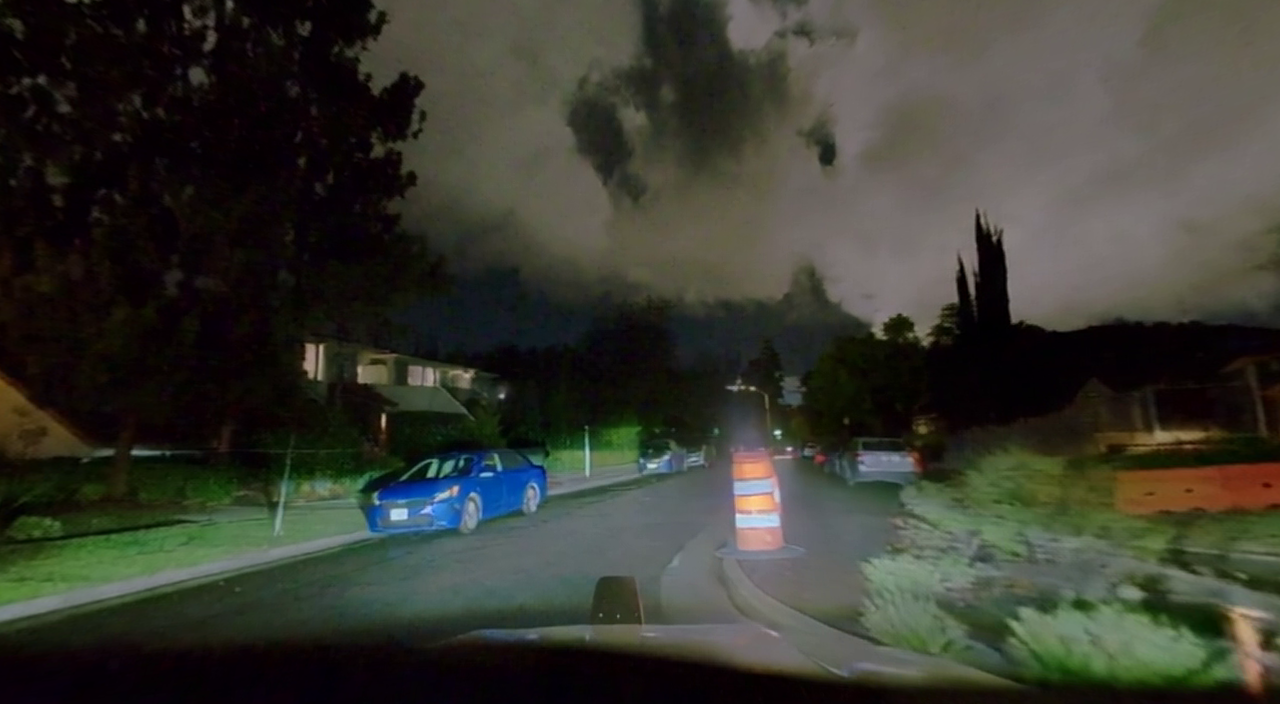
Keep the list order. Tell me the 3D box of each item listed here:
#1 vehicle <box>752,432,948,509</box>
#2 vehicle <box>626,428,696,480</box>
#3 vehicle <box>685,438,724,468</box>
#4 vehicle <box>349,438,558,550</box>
[{"bbox_3d":[4.654,2.503,13.872,4.070,1.436,1.827,4,-9,-31],"label":"vehicle"},{"bbox_3d":[1.060,4.483,28.335,2.042,1.937,4.960,1,-5,15],"label":"vehicle"},{"bbox_3d":[4.038,6.171,38.792,1.765,1.493,4.130,0,-6,14],"label":"vehicle"},{"bbox_3d":[-3.243,2.501,11.963,1.899,1.524,4.082,1,-6,14],"label":"vehicle"}]
